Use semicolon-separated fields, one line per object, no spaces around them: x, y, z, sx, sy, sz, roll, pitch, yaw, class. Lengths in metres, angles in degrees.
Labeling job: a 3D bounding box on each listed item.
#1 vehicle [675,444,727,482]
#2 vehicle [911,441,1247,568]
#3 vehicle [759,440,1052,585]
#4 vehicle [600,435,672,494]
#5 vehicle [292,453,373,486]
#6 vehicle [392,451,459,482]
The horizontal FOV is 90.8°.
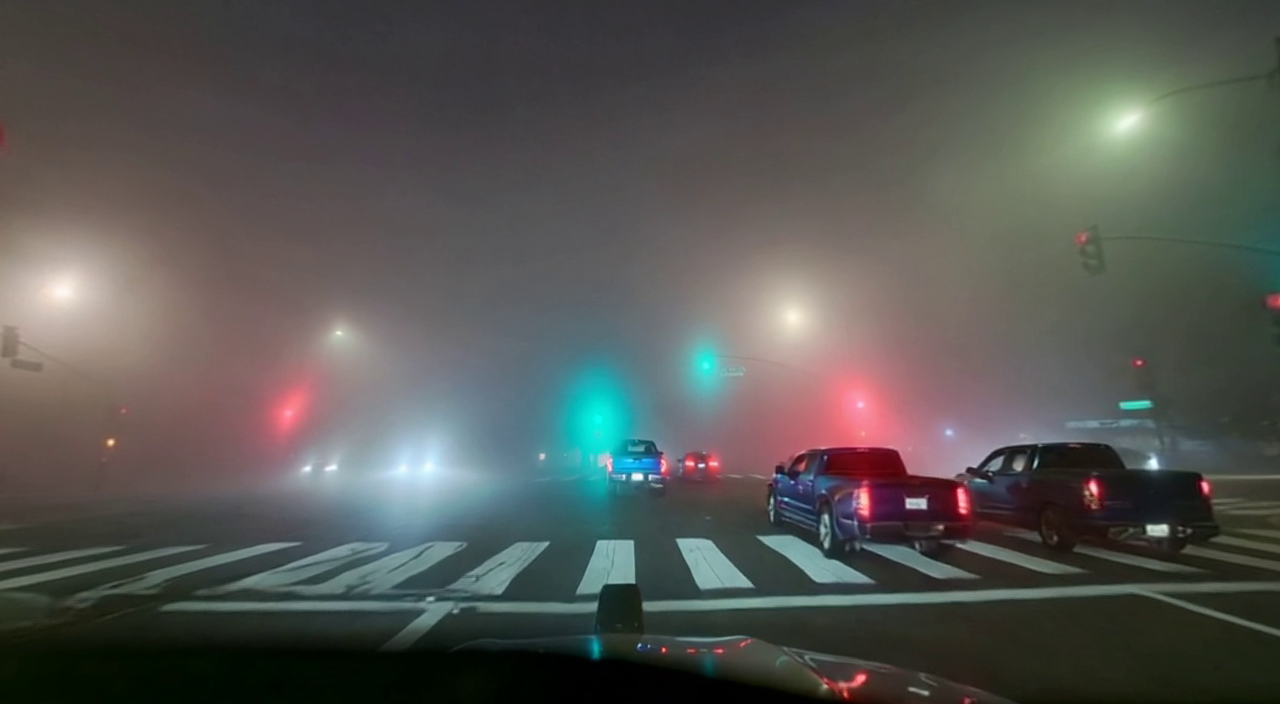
2.929;5.464;31.453;2.013;1.742;4.424;0;-8;-2;vehicle
6.156;2.135;9.761;1.855;1.469;4.598;0;-8;0;vehicle
3.152;1.973;8.741;2.057;1.463;4.365;0;-8;-1;vehicle
-0.160;4.027;23.010;2.344;1.883;4.572;0;-8;-1;vehicle
-15.634;5.958;32.385;1.915;1.491;4.347;0;-8;0;vehicle
-11.492;6.154;34.208;1.989;1.459;4.667;0;-8;0;vehicle
